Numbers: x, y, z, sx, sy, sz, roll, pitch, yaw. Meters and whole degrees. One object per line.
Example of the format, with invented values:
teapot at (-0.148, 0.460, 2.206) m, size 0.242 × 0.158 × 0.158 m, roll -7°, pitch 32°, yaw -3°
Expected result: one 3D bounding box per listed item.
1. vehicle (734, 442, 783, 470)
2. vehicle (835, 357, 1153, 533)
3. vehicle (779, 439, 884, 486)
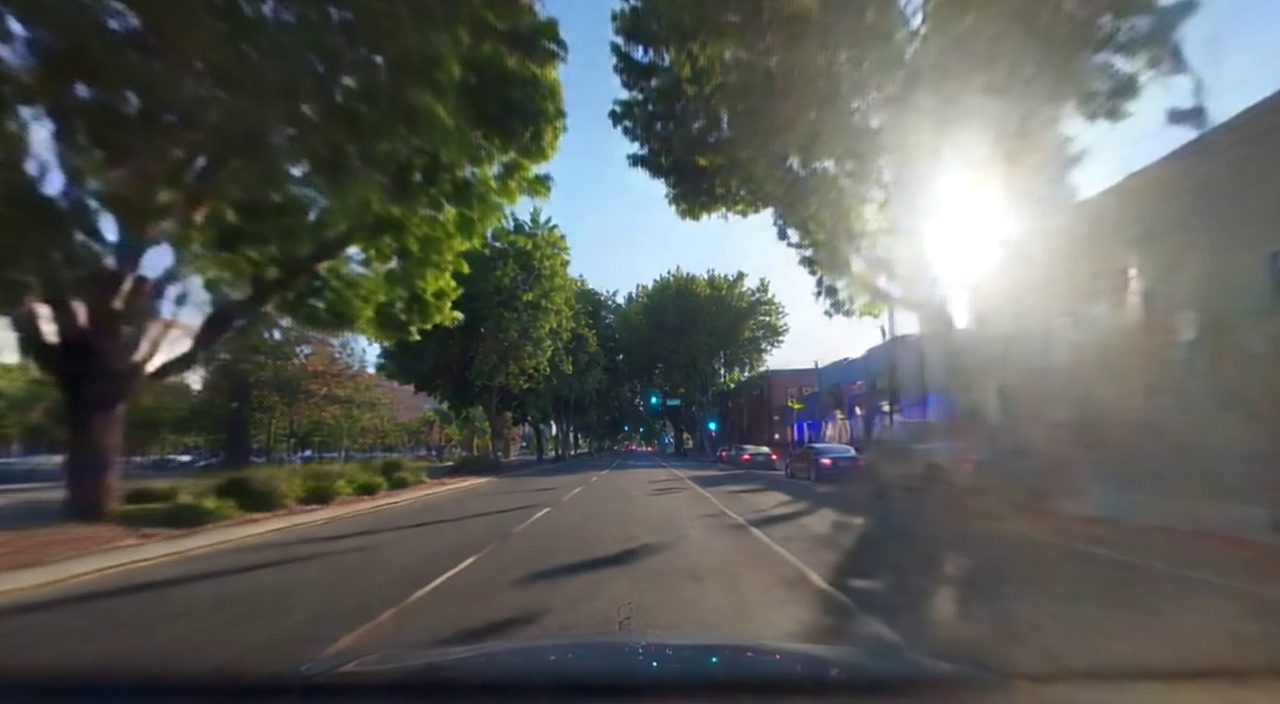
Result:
vehicle at (6.745, 5.947, 36.293) m, size 1.847 × 1.472 × 4.846 m, roll 0°, pitch -8°, yaw 0°
vehicle at (6.227, 1.827, 12.555) m, size 2.762 × 2.607 × 6.182 m, roll 0°, pitch -8°, yaw 1°
vehicle at (6.672, 3.886, 22.614) m, size 2.109 × 1.477 × 4.963 m, roll 0°, pitch -8°, yaw -1°
